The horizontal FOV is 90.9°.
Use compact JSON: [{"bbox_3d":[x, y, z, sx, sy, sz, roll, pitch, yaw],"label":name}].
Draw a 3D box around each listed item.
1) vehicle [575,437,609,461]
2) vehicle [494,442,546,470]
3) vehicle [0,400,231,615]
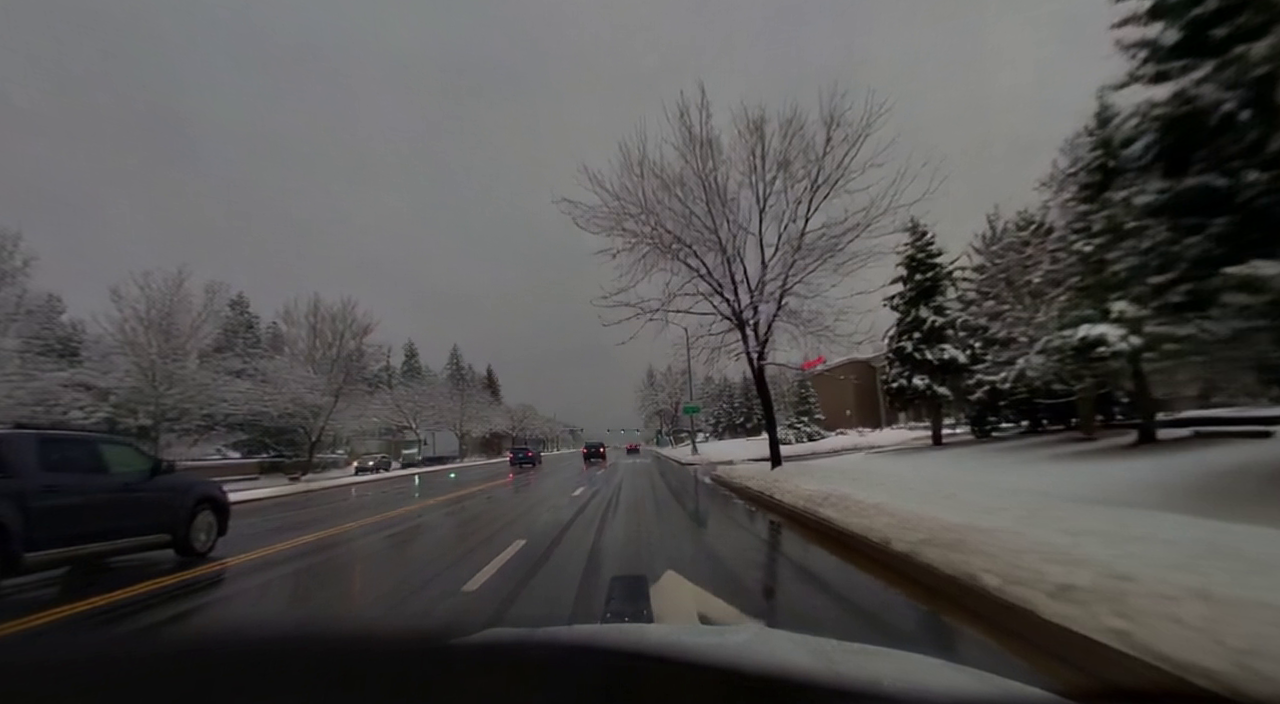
[{"bbox_3d":[-3.402,7.034,45.582,2.100,1.661,3.837,0,-9,1],"label":"vehicle"},{"bbox_3d":[-6.689,5.849,35.628,2.072,1.427,4.328,0,-9,0],"label":"vehicle"},{"bbox_3d":[-6.586,1.421,5.955,2.137,1.835,4.844,0,-9,0],"label":"vehicle"}]
